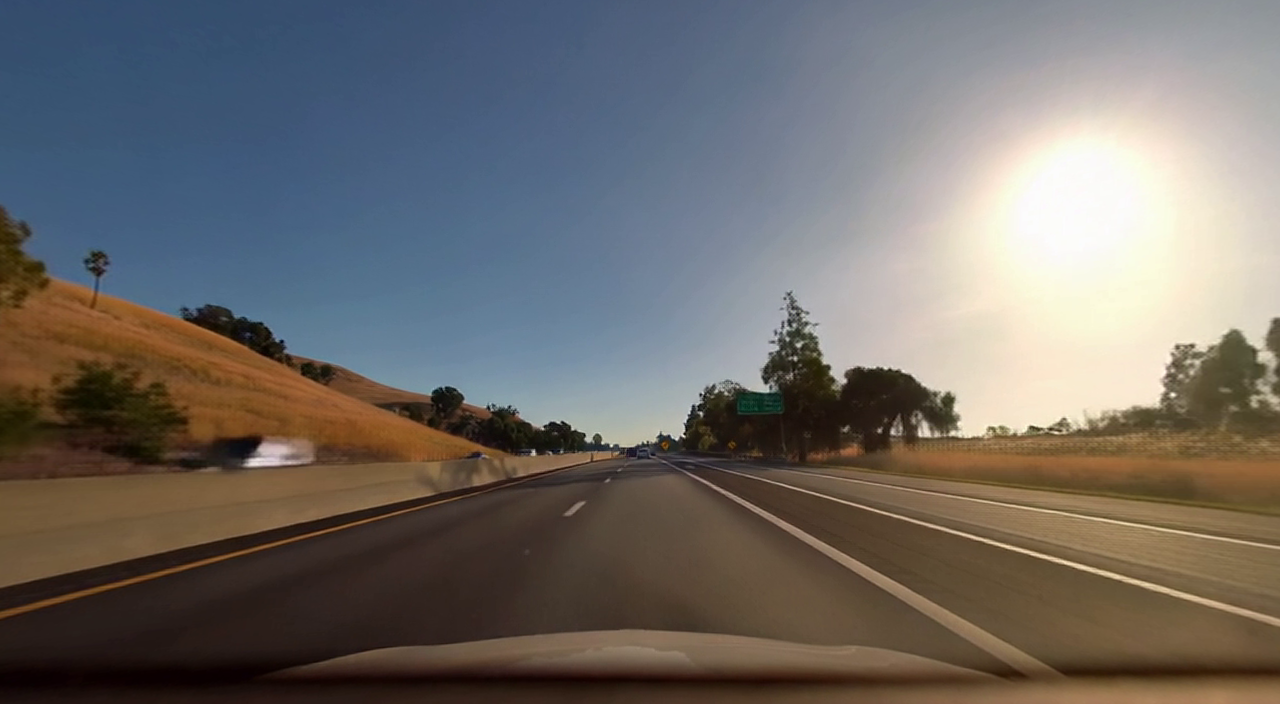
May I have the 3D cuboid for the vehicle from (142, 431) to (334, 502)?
[{"bbox_3d":[-12.122,3.500,19.680,2.197,1.891,5.624,0,-9,1],"label":"vehicle"}]
